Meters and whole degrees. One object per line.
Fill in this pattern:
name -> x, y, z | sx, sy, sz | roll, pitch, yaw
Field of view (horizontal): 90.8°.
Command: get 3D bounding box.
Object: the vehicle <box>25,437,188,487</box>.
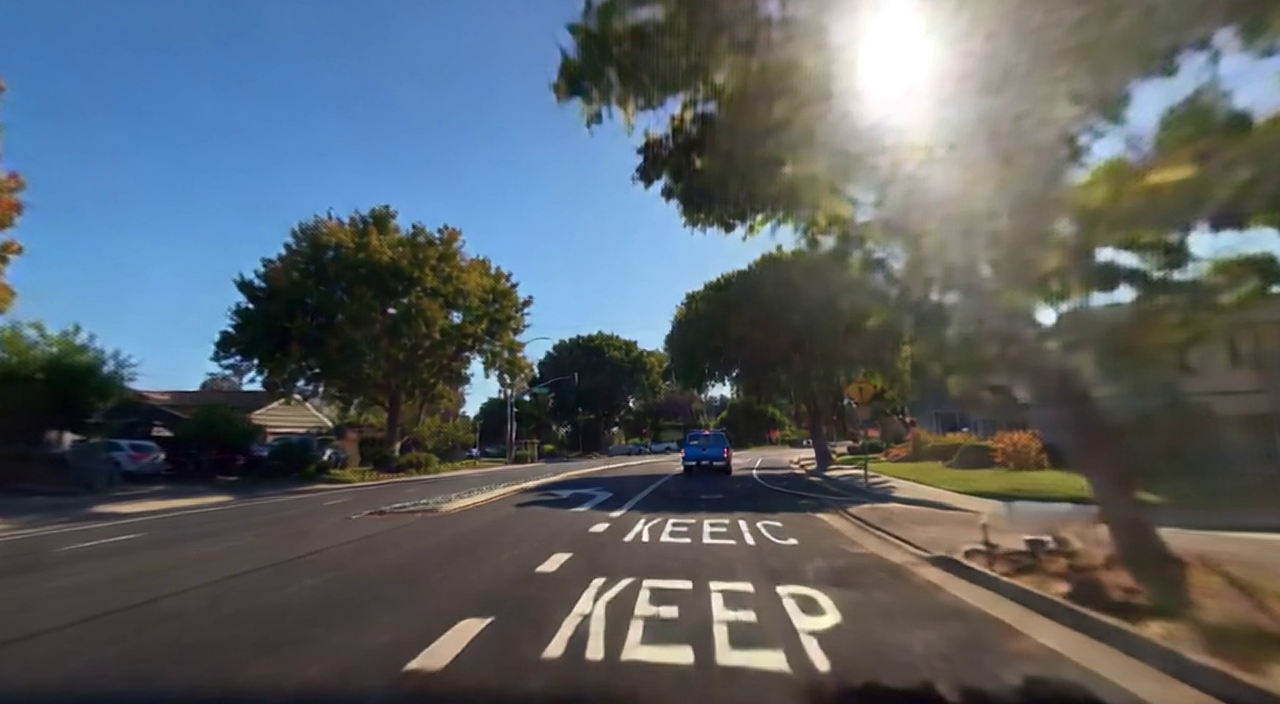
vehicle -> -19.472, 4.018, 23.205 | 4.168, 1.735, 1.925 | 0, -9, 0

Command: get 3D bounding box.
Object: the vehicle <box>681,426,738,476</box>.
vehicle -> 3.093, 4.260, 27.325 | 2.153, 1.942, 4.767 | -2, -9, 9

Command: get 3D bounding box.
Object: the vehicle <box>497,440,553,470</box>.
vehicle -> -7.836, 7.031, 43.535 | 2.053, 1.822, 4.852 | -3, -7, 12

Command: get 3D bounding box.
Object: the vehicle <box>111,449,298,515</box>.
vehicle -> -12.185, 3.618, 18.143 | 1.873, 1.508, 4.483 | -2, -7, 6
